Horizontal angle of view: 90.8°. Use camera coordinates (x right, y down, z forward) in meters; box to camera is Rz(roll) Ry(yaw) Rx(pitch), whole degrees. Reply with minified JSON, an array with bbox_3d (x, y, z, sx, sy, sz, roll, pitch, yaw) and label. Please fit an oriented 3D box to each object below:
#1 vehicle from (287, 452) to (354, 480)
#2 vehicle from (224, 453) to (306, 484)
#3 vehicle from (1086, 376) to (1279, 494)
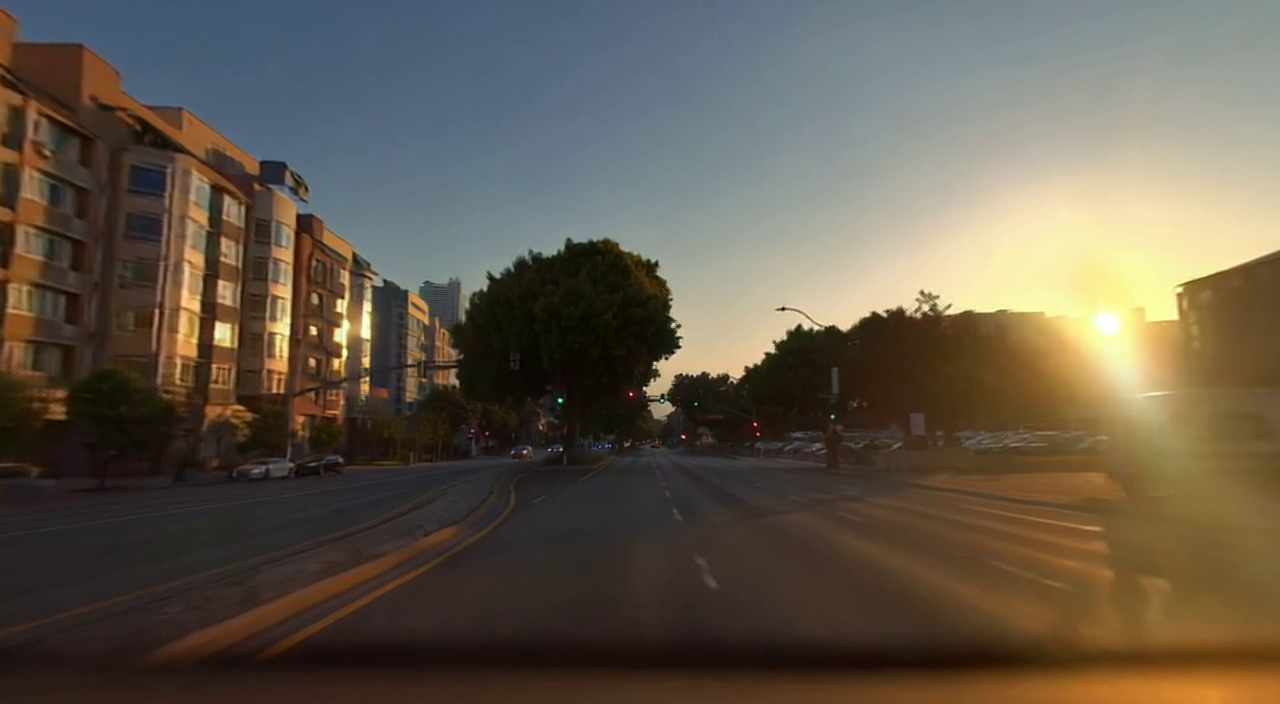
[{"bbox_3d":[-19.907,7.089,39.607,1.911,1.458,4.547,-1,-7,-1],"label":"vehicle"},{"bbox_3d":[-20.054,6.235,33.966,1.713,1.499,4.040,-1,-9,3],"label":"vehicle"},{"bbox_3d":[18.041,2.523,19.153,6.639,3.312,2.759,-1,-9,3],"label":"vehicle"}]
